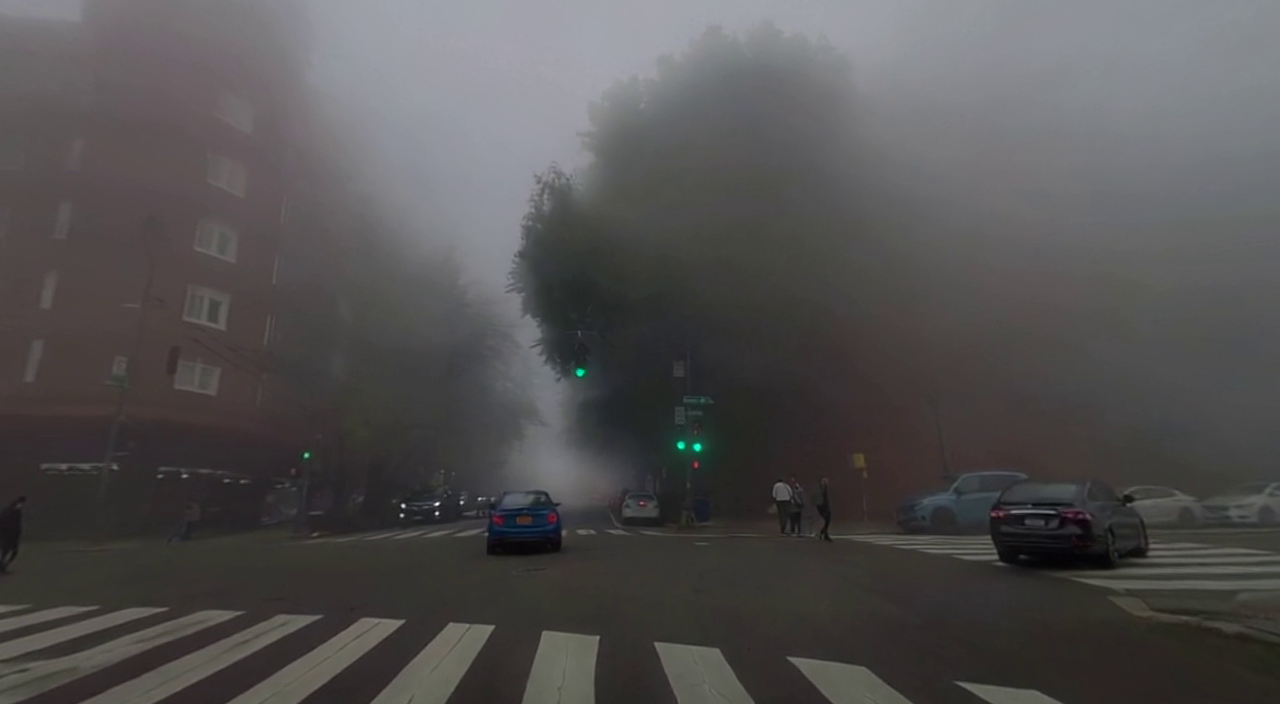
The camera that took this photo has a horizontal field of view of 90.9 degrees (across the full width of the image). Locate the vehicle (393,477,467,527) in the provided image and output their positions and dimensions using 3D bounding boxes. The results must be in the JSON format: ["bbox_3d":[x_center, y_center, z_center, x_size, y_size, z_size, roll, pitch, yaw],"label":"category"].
[{"bbox_3d":[-9.661,6.911,29.433,2.226,1.896,4.438,0,-9,-4],"label":"vehicle"}]

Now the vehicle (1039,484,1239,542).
[{"bbox_3d":[18.032,5.795,22.968,5.345,1.747,2.410,0,-9,-5],"label":"vehicle"}]

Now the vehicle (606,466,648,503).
[{"bbox_3d":[-0.883,8.240,39.433,2.365,1.994,4.259,0,-9,-5],"label":"vehicle"}]

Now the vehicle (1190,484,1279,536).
[{"bbox_3d":[23.647,5.784,23.281,4.734,1.605,2.186,0,-9,-5],"label":"vehicle"}]

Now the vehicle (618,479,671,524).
[{"bbox_3d":[0.141,7.099,30.196,1.908,1.741,4.066,1,-9,-9],"label":"vehicle"}]

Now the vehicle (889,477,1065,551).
[{"bbox_3d":[11.921,5.713,22.551,4.974,2.266,2.324,1,-9,-7],"label":"vehicle"}]
